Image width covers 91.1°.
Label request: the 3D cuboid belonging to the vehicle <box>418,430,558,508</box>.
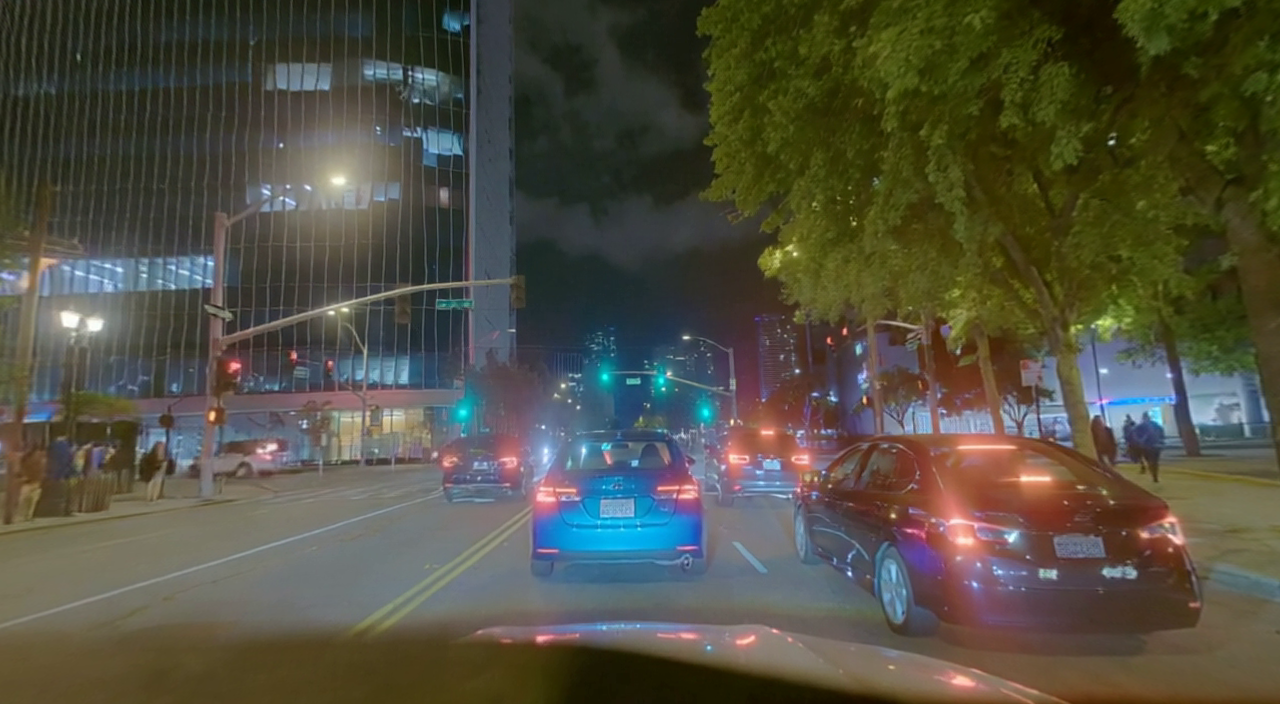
[{"bbox_3d":[-3.245,2.593,14.383,2.068,1.513,4.221,0,-8,1],"label":"vehicle"}]

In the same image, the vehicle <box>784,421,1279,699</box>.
[{"bbox_3d":[2.755,1.418,5.495,1.952,1.464,4.165,0,-8,-1],"label":"vehicle"}]

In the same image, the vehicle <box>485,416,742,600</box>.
[{"bbox_3d":[-0.267,1.566,7.200,2.072,1.476,4.078,0,-8,-2],"label":"vehicle"}]

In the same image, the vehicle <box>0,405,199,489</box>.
[{"bbox_3d":[-26.060,4.348,28.973,8.989,3.623,2.884,0,-8,0],"label":"vehicle"}]
